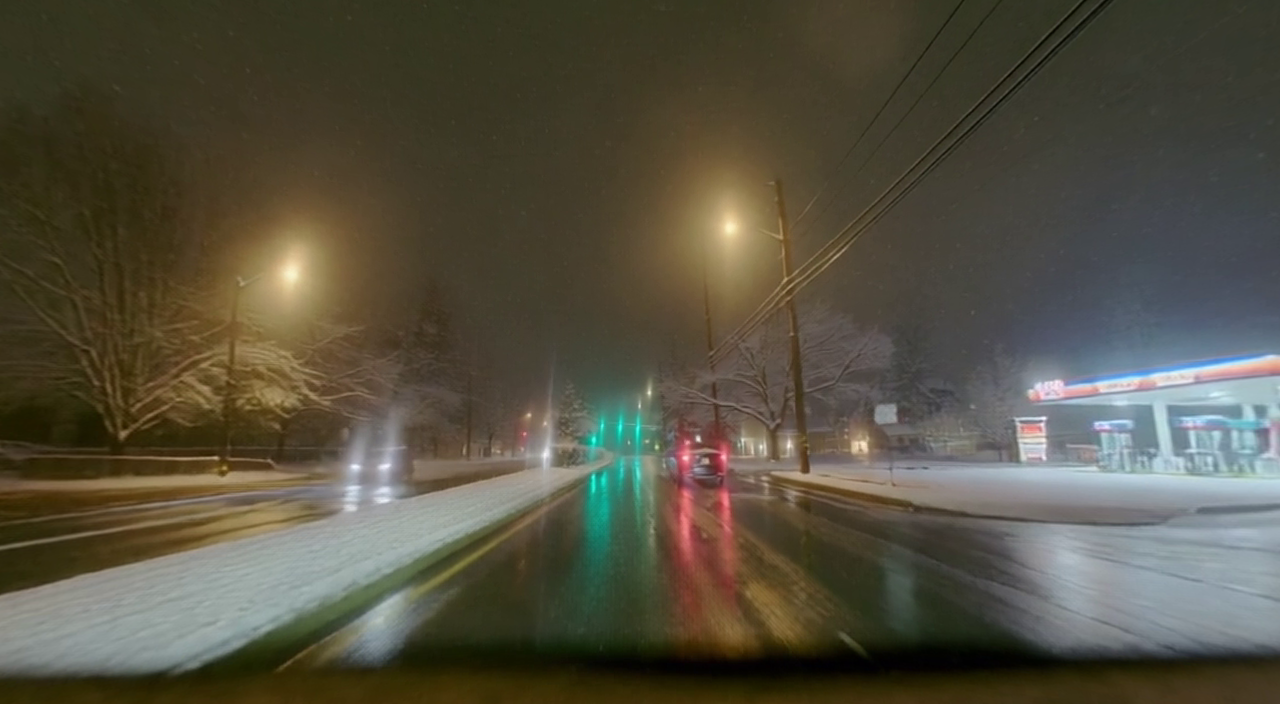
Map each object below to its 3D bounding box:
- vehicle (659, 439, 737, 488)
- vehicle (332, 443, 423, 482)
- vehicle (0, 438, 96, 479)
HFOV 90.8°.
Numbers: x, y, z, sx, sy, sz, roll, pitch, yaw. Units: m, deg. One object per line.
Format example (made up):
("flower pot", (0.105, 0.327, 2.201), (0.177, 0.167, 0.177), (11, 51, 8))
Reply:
("vehicle", (1.847, 3.771, 21.667), (2.061, 1.475, 4.296), (0, -9, -3))
("vehicle", (-10.911, 4.590, 26.613), (1.893, 1.480, 4.482), (0, -9, 0))
("vehicle", (-29.813, 5.176, 30.956), (2.116, 1.874, 4.709), (0, -9, -1))
